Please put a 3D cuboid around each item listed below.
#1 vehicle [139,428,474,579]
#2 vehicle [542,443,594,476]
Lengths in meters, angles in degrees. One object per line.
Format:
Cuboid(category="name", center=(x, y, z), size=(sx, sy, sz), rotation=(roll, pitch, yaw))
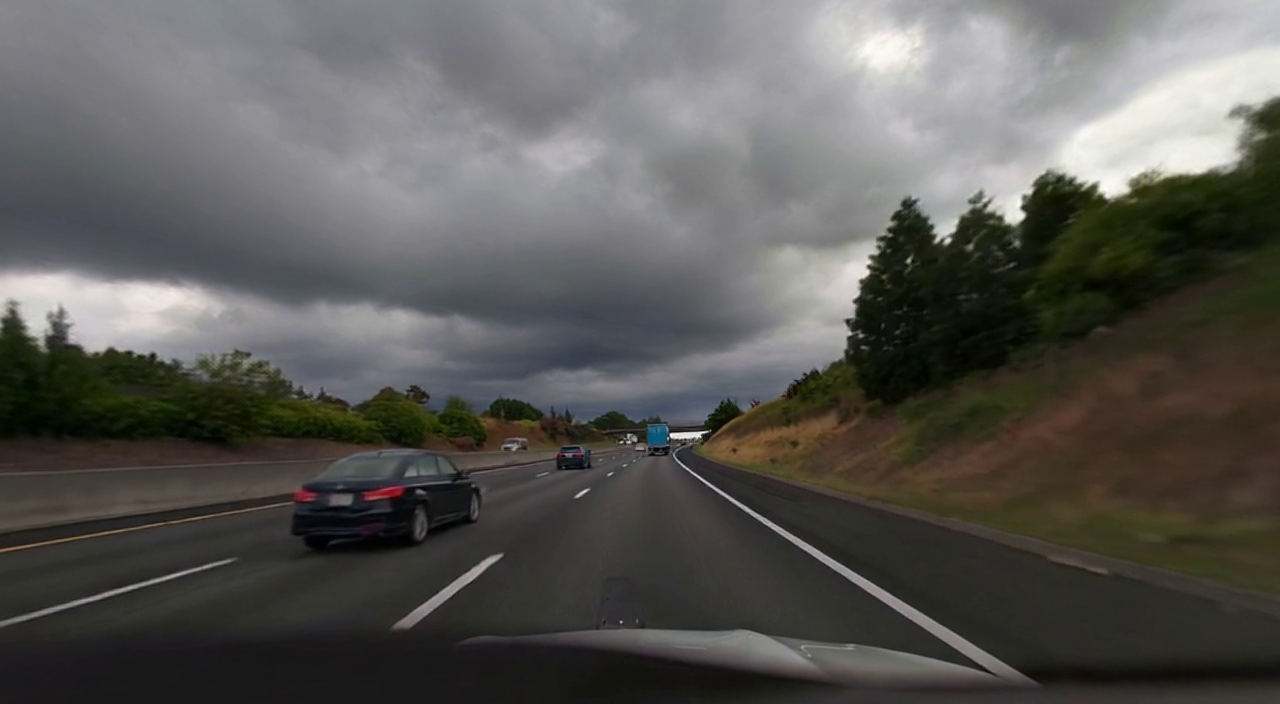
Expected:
Cuboid(category="vehicle", center=(-3.892, 1.844, 8.488), size=(2.078, 1.469, 4.371), rotation=(0, -9, 1))
Cuboid(category="vehicle", center=(-3.429, 5.220, 30.809), size=(1.943, 1.460, 3.961), rotation=(0, -9, 2))
